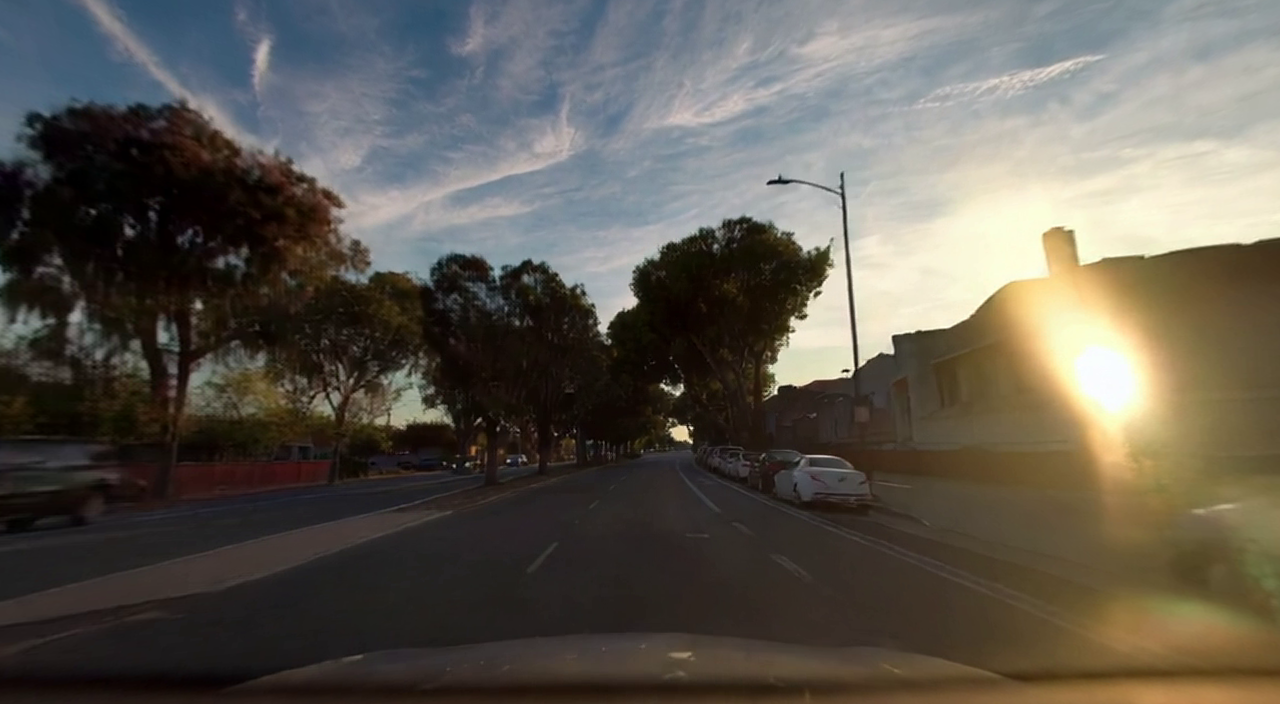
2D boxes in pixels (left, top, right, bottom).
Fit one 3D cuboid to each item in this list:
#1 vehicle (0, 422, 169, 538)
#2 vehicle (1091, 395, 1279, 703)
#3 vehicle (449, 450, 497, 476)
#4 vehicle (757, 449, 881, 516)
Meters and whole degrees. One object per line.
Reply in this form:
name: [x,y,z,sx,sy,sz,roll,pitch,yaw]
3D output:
vehicle: [-13.297,2.636,13.313,2.469,2.157,5.373,-1,-8,1]
vehicle: [4.525,0.903,2.374,2.128,1.635,4.602,0,-8,-2]
vehicle: [-12.250,8.144,46.567,2.045,1.712,4.511,-1,-8,3]
vehicle: [4.352,3.218,16.169,1.833,1.399,4.727,-1,-8,1]
